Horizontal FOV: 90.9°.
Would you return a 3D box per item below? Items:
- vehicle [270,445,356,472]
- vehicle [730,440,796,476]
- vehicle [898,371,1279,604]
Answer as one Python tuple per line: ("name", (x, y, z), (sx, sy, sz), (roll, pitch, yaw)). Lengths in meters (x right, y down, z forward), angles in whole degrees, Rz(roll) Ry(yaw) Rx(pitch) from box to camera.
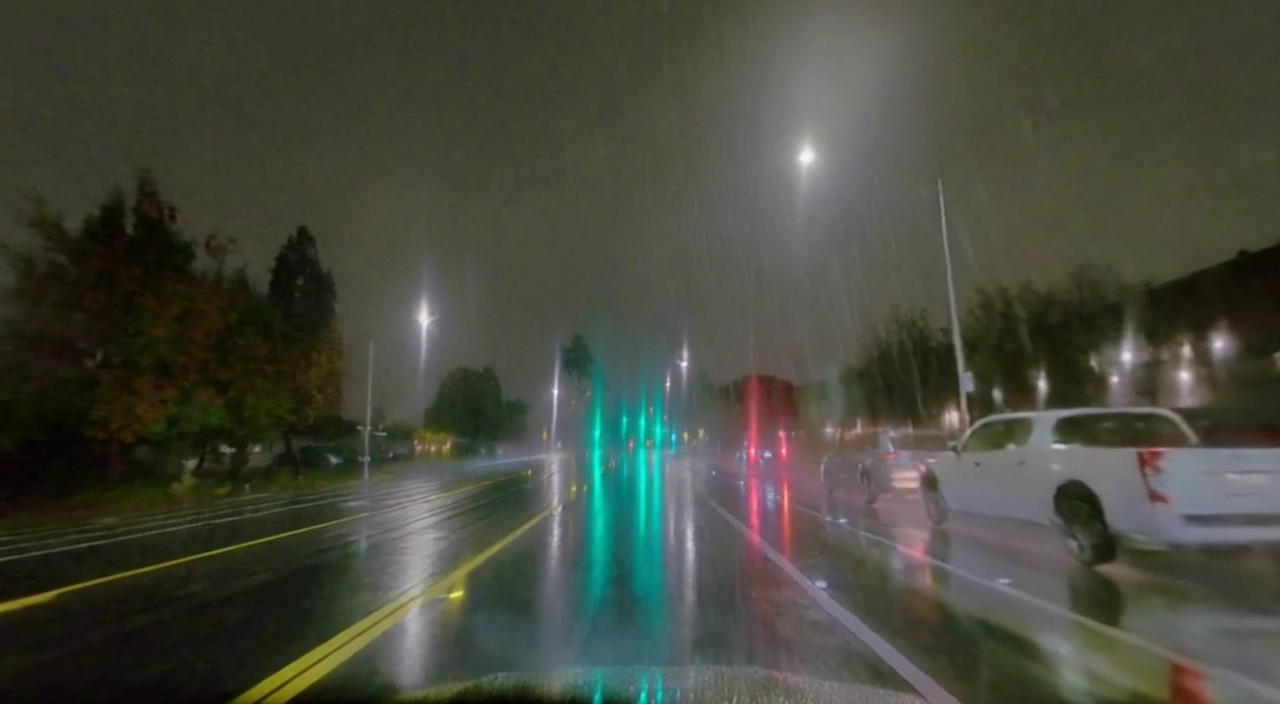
("vehicle", (-21.764, 7.116, 42.109), (4.610, 1.721, 2.019), (0, -8, -2))
("vehicle", (5.419, 4.731, 28.373), (1.935, 1.453, 4.488), (0, -8, -2))
("vehicle", (5.025, 1.381, 7.251), (2.160, 1.800, 4.646), (0, -8, 1))
